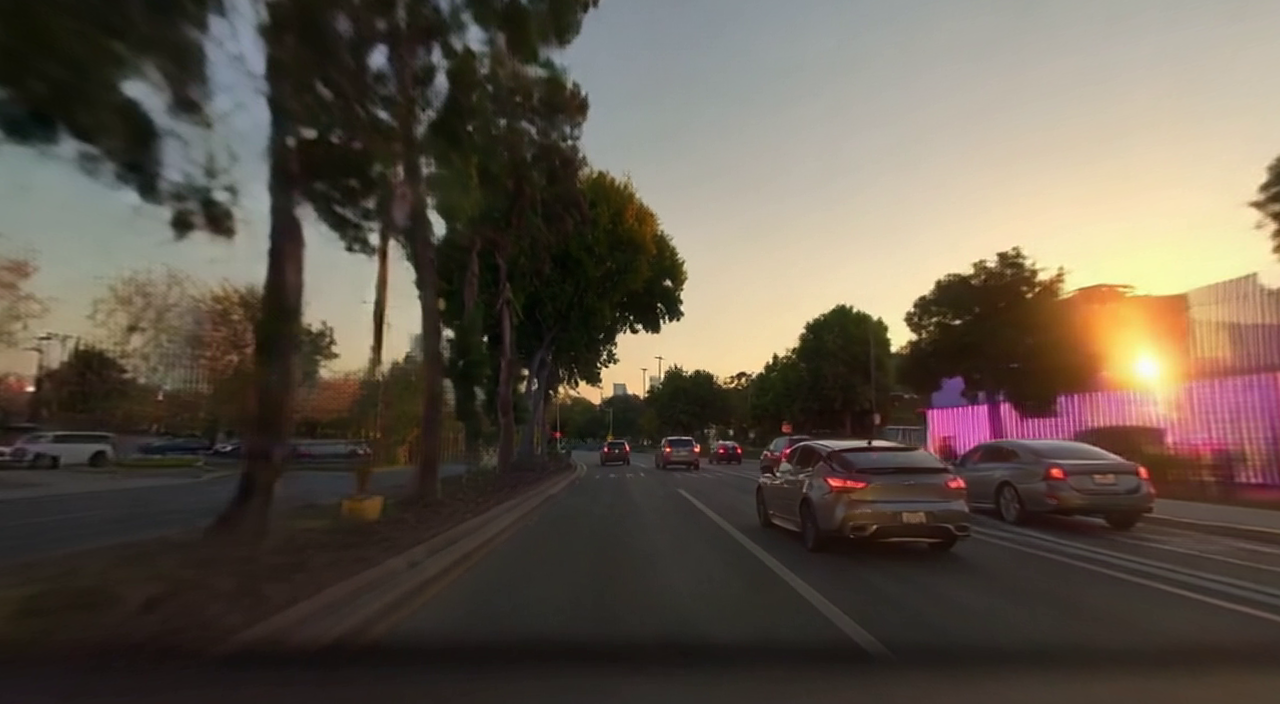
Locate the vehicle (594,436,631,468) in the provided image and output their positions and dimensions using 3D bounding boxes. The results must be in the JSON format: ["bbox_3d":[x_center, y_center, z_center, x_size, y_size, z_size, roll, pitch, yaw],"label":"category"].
[{"bbox_3d":[-1.719,5.975,37.853,2.051,1.798,4.168,0,-8,-5],"label":"vehicle"}]

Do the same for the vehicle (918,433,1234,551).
[{"bbox_3d":[6.497,2.088,10.161,1.917,1.457,4.274,0,-8,-2],"label":"vehicle"}]

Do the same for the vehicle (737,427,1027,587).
[{"bbox_3d":[2.580,1.749,8.011,1.883,1.452,4.258,0,-8,-2],"label":"vehicle"}]

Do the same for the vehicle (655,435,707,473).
[{"bbox_3d":[1.993,5.117,31.809,2.000,1.745,4.206,0,-8,-4],"label":"vehicle"}]
